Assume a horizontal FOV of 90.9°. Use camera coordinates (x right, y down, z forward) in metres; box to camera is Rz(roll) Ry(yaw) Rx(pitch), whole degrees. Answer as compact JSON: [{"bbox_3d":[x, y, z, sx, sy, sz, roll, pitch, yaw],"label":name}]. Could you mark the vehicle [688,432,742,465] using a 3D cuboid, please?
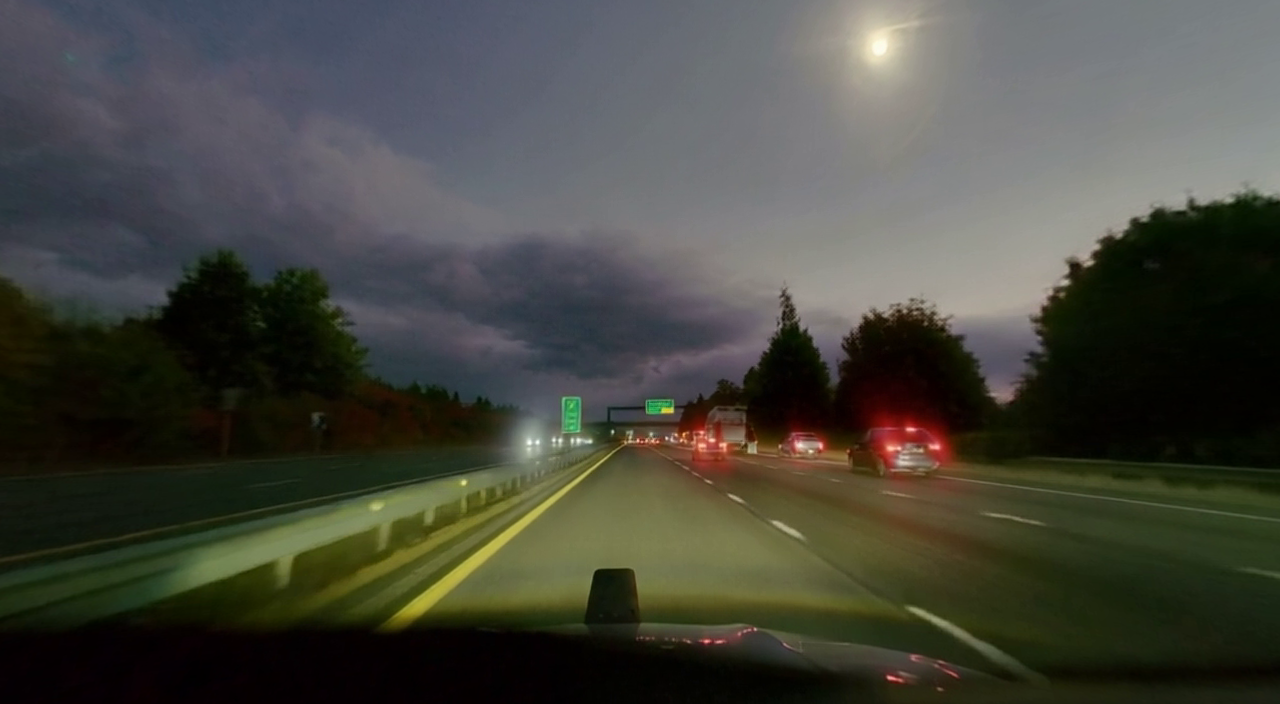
[{"bbox_3d":[3.734,4.869,32.032,1.986,1.501,4.529,0,-8,-2],"label":"vehicle"}]
